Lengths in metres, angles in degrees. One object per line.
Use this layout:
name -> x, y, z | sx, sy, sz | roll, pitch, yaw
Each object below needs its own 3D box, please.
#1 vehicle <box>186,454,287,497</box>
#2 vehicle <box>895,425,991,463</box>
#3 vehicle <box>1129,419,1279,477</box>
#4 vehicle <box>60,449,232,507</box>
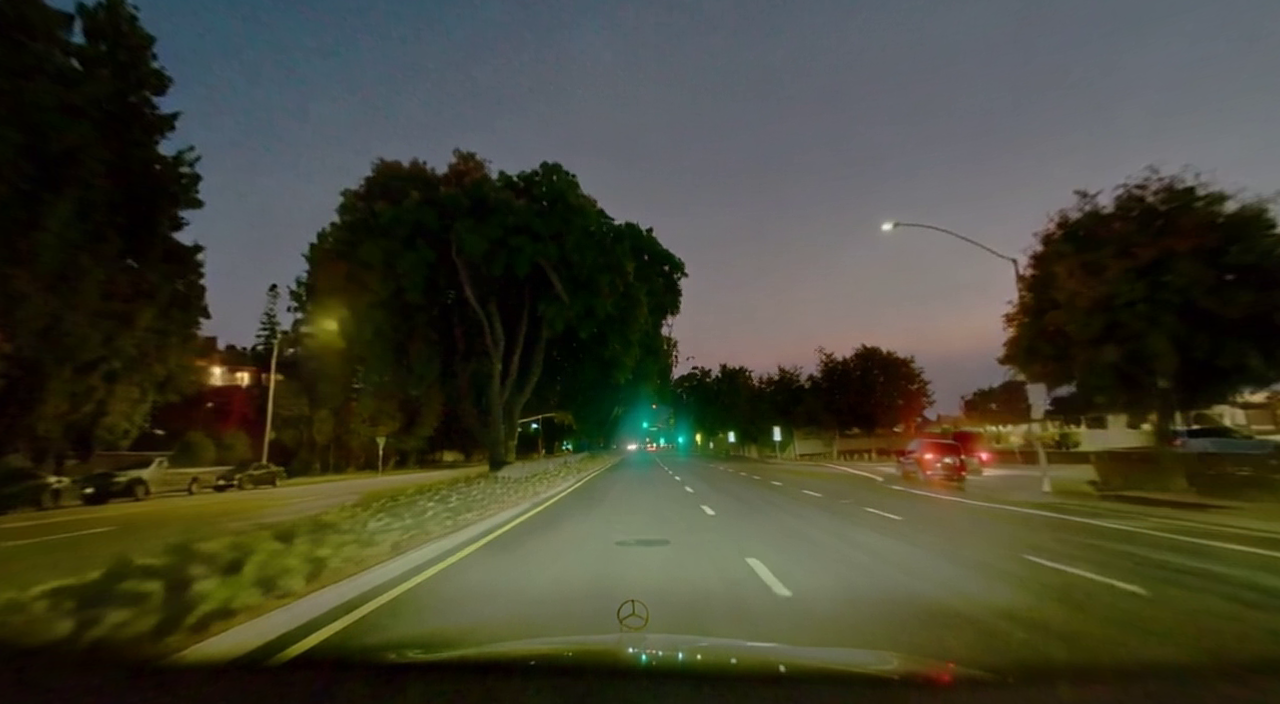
vehicle -> -18.106, 5.524, 28.518 | 1.808, 1.488, 4.202 | -2, -6, 0
vehicle -> 21.875, 6.695, 45.768 | 5.506, 2.643, 2.681 | 0, -8, 3
vehicle -> 22.113, 3.589, 23.673 | 5.532, 2.065, 2.166 | 0, -8, 1
vehicle -> -17.868, 4.525, 23.265 | 1.941, 1.848, 5.279 | 0, -8, 2
